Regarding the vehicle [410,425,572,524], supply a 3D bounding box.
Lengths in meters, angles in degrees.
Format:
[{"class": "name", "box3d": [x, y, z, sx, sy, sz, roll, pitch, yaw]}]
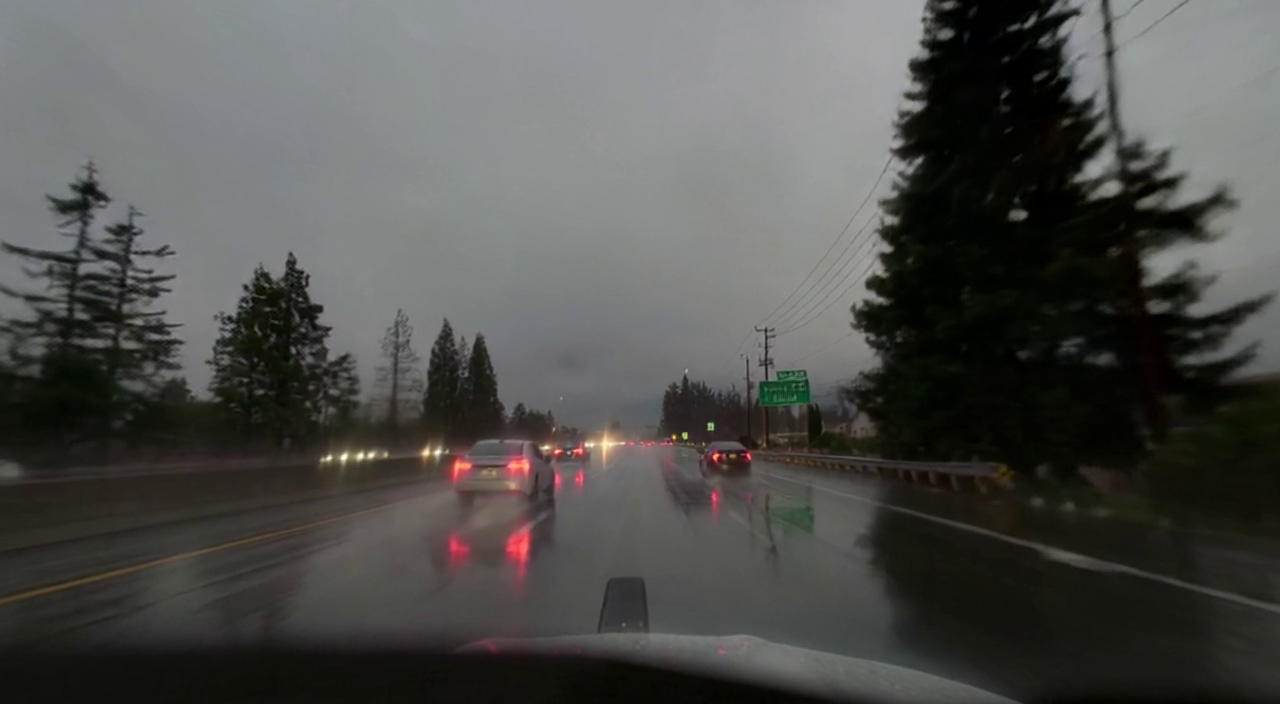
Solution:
[{"class": "vehicle", "box3d": [-2.686, 2.326, 12.546, 2.049, 1.620, 4.153, 0, -8, 2]}]

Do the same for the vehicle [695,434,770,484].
[{"class": "vehicle", "box3d": [3.149, 3.733, 22.255, 1.996, 1.579, 3.841, 0, -8, -1]}]
